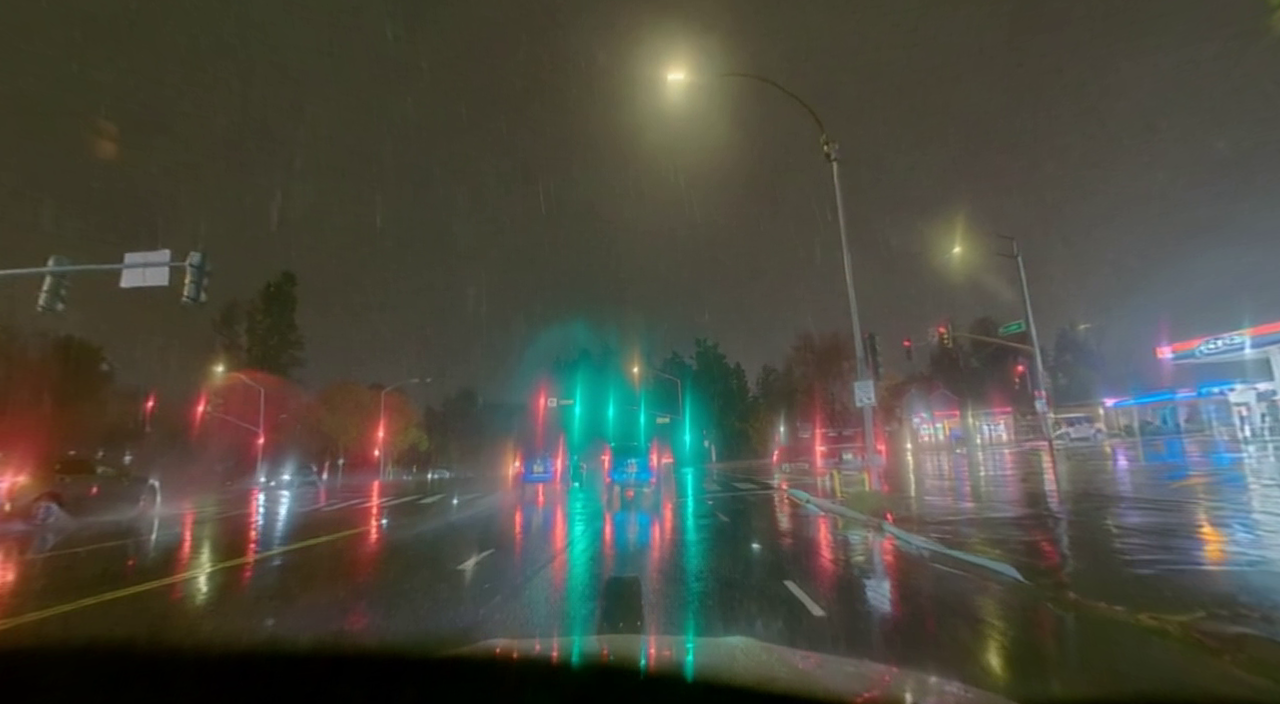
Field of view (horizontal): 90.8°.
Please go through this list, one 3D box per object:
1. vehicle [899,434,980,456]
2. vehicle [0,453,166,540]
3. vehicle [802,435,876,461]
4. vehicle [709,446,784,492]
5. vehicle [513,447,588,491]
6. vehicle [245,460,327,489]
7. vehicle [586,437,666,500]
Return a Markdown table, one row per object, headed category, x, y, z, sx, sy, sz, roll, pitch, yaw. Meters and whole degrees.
| category | x | y | z | sx | sy | sz | roll | pitch | yaw |
| --- | --- | --- | --- | --- | --- | --- | --- | --- | --- |
| vehicle | 20.680 | 6.445 | 43.723 | 4.700 | 1.417 | 1.789 | -1 | -8 | 2 |
| vehicle | -13.451 | 3.123 | 14.149 | 1.995 | 1.626 | 4.592 | 0 | -8 | 2 |
| vehicle | 13.791 | 6.676 | 44.002 | 4.524 | 1.681 | 1.823 | 0 | -8 | 0 |
| vehicle | 3.898 | 4.087 | 22.556 | 1.976 | 1.462 | 4.342 | -3 | -9 | 18 |
| vehicle | -3.254 | 4.345 | 23.875 | 2.003 | 1.492 | 4.291 | -1 | -8 | 3 |
| vehicle | -20.954 | 7.235 | 37.656 | 1.949 | 1.480 | 4.932 | 0 | -8 | 1 |
| vehicle | -0.341 | 3.564 | 19.712 | 2.210 | 1.722 | 4.215 | 0 | -8 | 2 |
